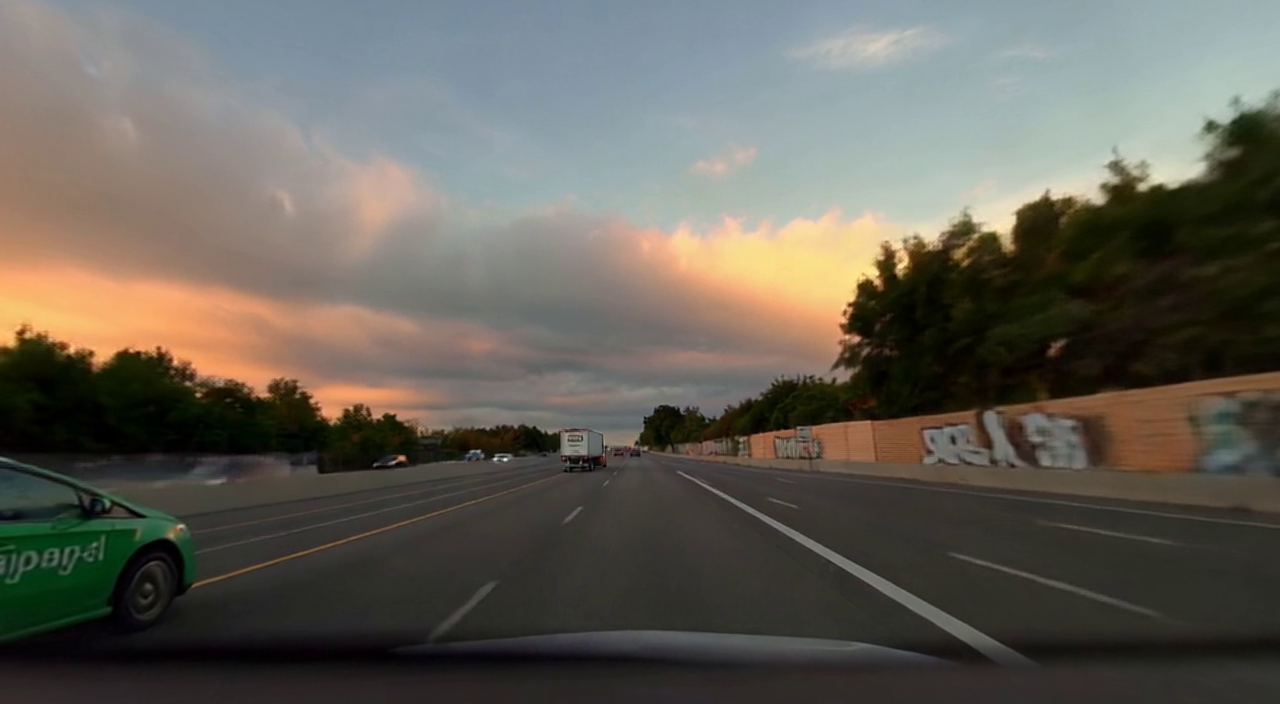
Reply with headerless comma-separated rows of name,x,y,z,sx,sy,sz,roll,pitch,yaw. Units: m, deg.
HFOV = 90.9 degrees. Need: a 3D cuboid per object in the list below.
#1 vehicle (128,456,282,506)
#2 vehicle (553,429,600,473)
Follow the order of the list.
vehicle,-14.491,4.273,21.374,1.857,1.454,4.534,-1,-9,2
vehicle,-3.849,6.154,39.105,2.305,2.517,5.486,0,-9,1
